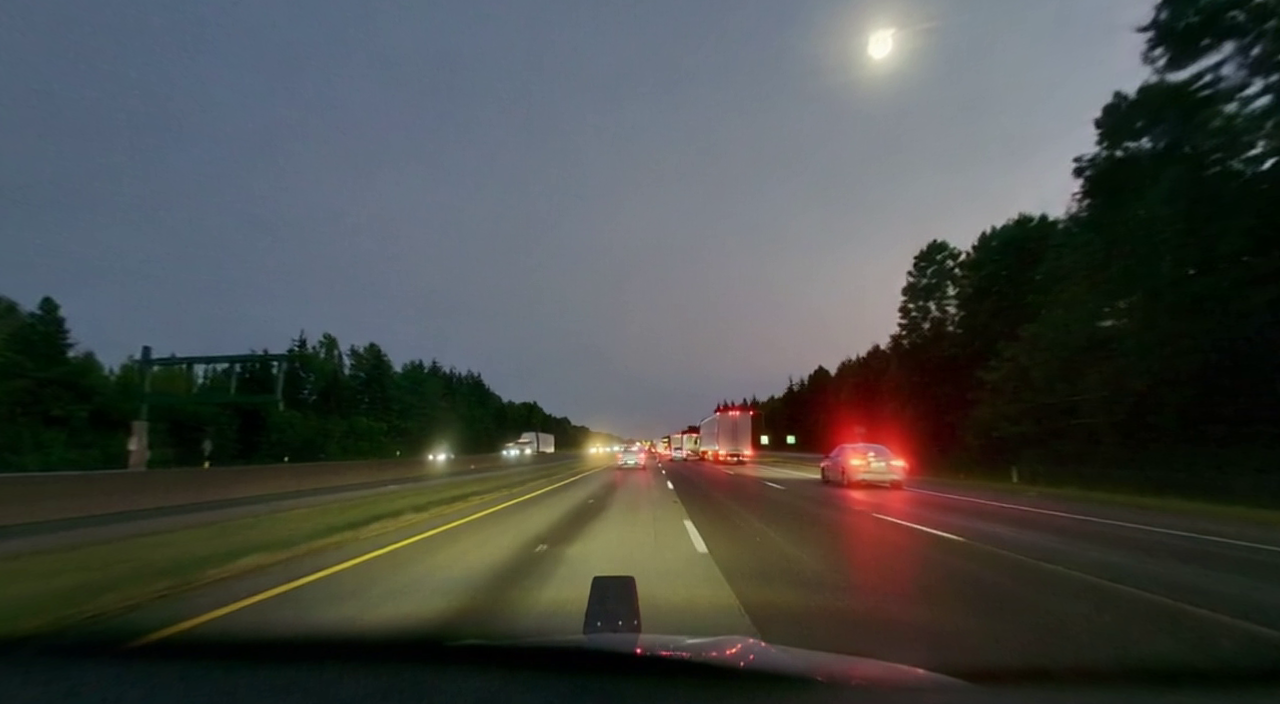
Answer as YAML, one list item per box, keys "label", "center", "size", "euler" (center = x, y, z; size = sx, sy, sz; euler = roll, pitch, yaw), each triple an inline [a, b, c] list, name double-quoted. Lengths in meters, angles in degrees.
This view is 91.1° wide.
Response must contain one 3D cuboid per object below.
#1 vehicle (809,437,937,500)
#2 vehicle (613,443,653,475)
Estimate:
- label: "vehicle"
  center: [6.755, 3.422, 18.872]
  size: [2.011, 1.638, 4.737]
  euler: [0, -9, 0]
- label: "vehicle"
  center: [-0.344, 6.113, 36.165]
  size: [2.114, 1.706, 4.106]
  euler: [0, -9, 1]
